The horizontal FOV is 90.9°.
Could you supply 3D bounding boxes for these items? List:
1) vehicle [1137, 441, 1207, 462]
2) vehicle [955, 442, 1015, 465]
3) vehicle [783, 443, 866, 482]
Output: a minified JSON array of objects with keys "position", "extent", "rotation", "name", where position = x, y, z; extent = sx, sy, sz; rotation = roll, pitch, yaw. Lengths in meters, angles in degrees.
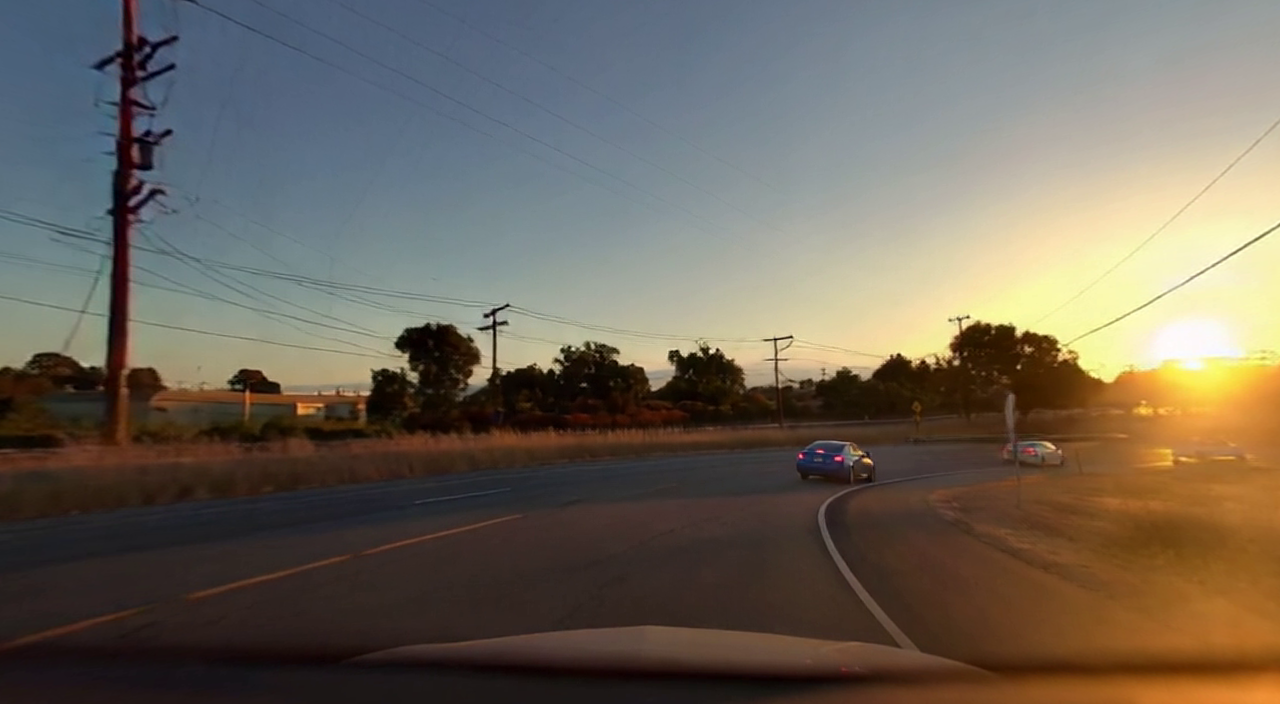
[{"position":[41.362,7.700,49.022],"extent":[4.102,1.552,1.931],"rotation":[2,-9,-13],"name":"vehicle"},{"position":[23.033,6.751,42.050],"extent":[4.307,1.465,1.836],"rotation":[6,-11,-37],"name":"vehicle"},{"position":[7.572,4.408,25.598],"extent":[2.026,1.407,4.374],"rotation":[-6,-10,32],"name":"vehicle"}]
